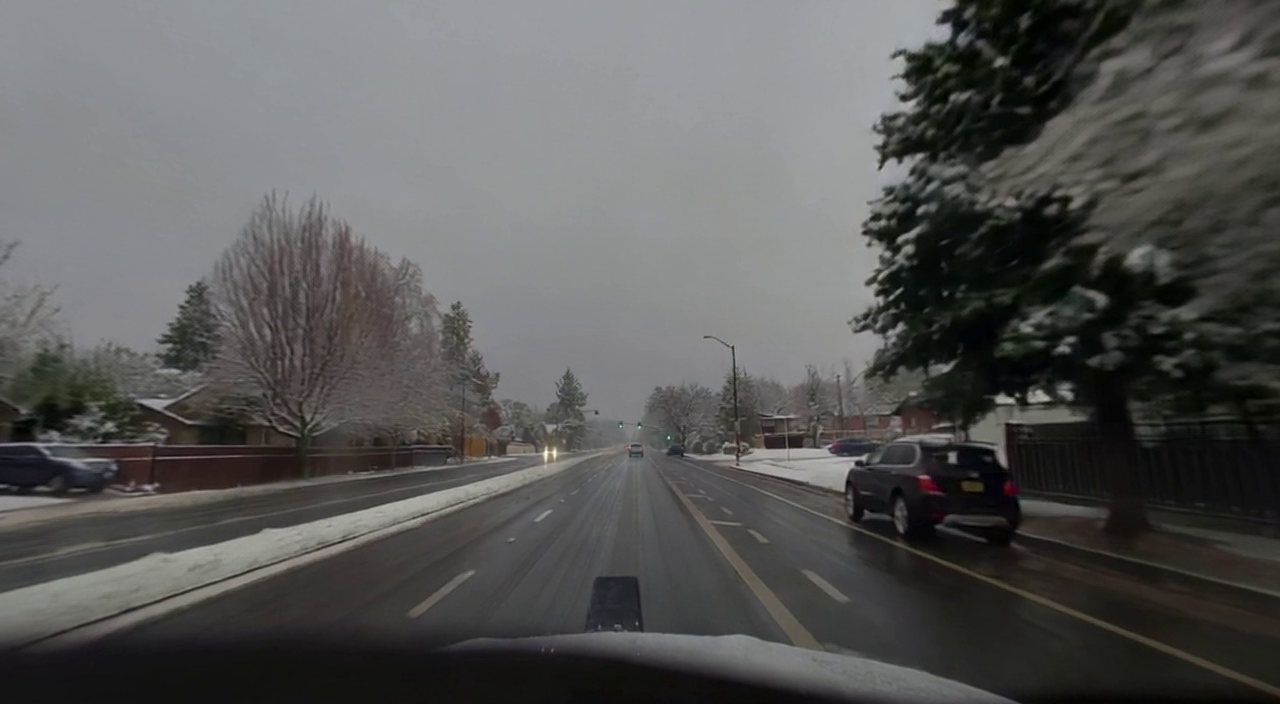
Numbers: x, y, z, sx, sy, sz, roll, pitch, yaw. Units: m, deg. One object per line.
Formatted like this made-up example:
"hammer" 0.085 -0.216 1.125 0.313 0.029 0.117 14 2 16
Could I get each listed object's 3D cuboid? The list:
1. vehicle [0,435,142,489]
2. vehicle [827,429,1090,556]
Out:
"vehicle" -21.203 3.910 22.754 4.666 1.677 1.978 3 -9 -2
"vehicle" 4.858 2.179 10.641 1.967 1.631 4.692 0 -8 0
